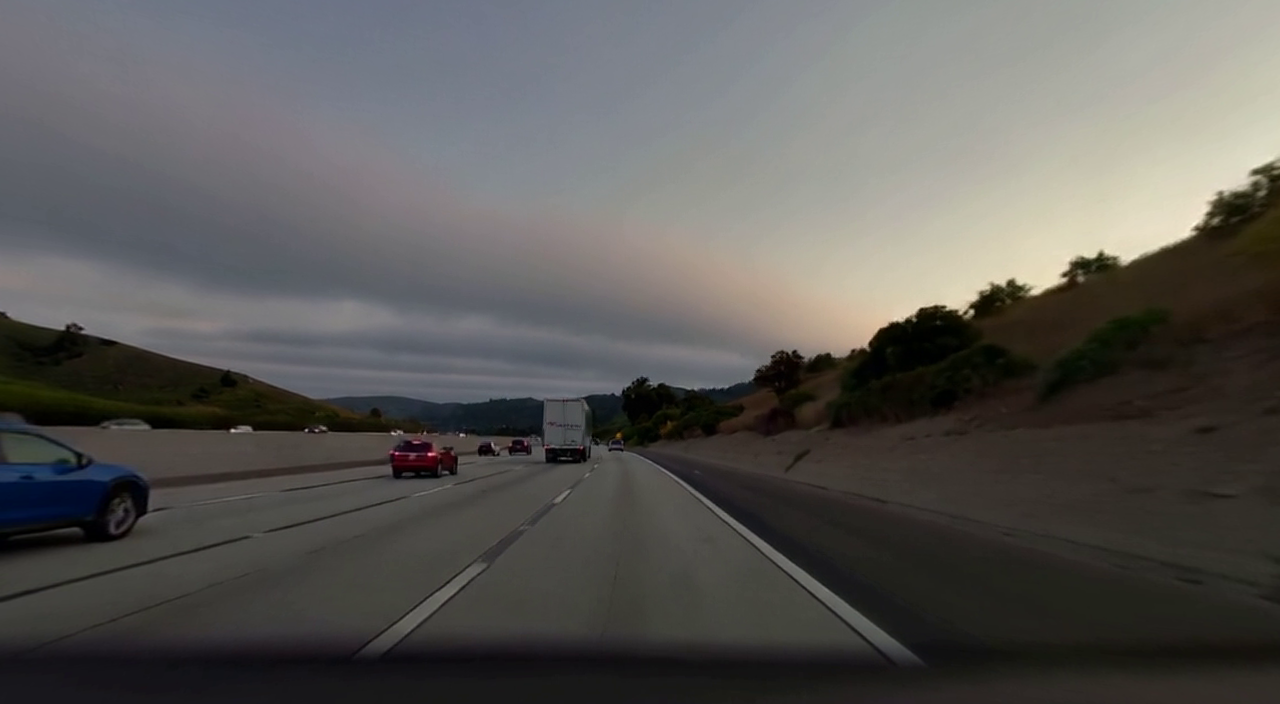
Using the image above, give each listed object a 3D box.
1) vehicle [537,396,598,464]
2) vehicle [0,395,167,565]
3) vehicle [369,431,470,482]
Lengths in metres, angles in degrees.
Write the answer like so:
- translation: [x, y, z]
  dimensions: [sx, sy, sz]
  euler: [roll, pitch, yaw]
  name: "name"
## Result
- translation: [-4.776, 5.681, 44.464]
  dimensions: [2.880, 4.025, 14.064]
  euler: [1, -9, -1]
  name: "vehicle"
- translation: [-7.678, 1.328, 6.599]
  dimensions: [2.081, 1.740, 4.268]
  euler: [1, -9, 0]
  name: "vehicle"
- translation: [-7.960, 3.829, 23.268]
  dimensions: [2.099, 1.644, 4.638]
  euler: [1, -9, -1]
  name: "vehicle"
